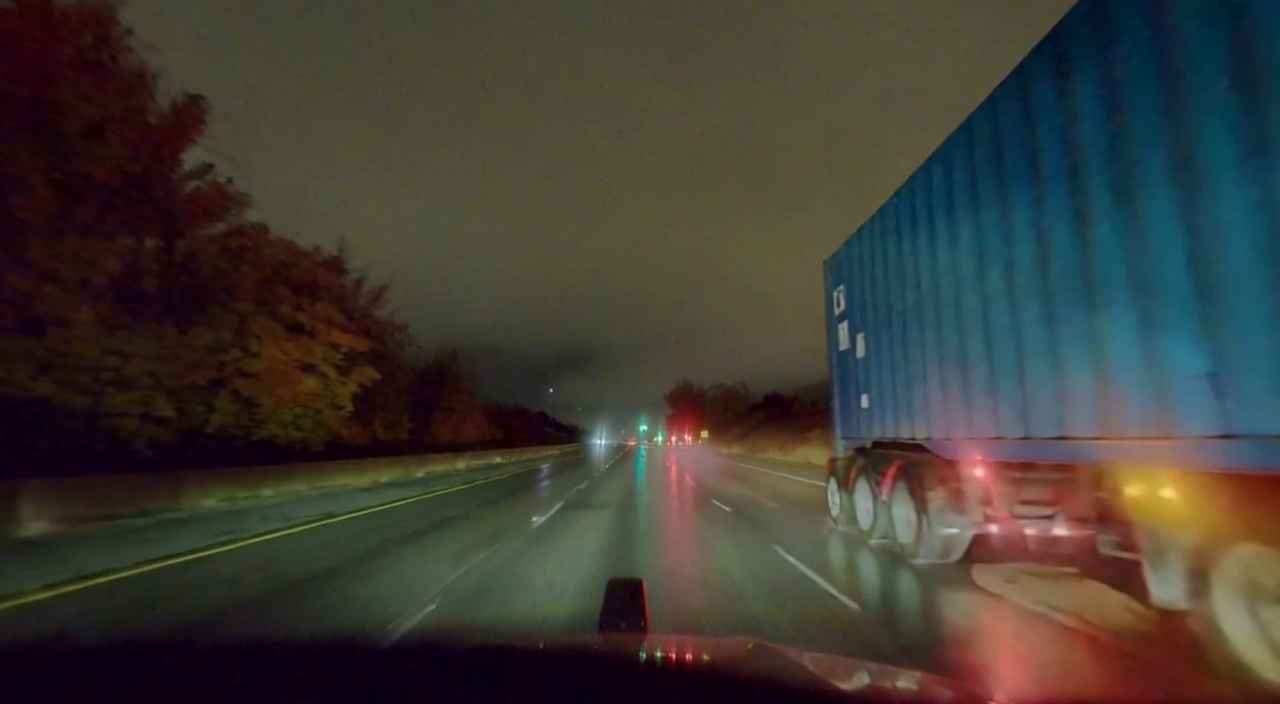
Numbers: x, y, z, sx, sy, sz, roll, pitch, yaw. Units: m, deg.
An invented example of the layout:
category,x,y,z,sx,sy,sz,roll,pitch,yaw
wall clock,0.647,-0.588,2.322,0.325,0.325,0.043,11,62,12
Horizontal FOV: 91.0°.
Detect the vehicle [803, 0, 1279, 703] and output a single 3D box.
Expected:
category,x,y,z,sx,sy,sz,roll,pitch,yaw
vehicle,3.845,-0.044,4.620,3.040,4.038,8.179,0,-8,0
